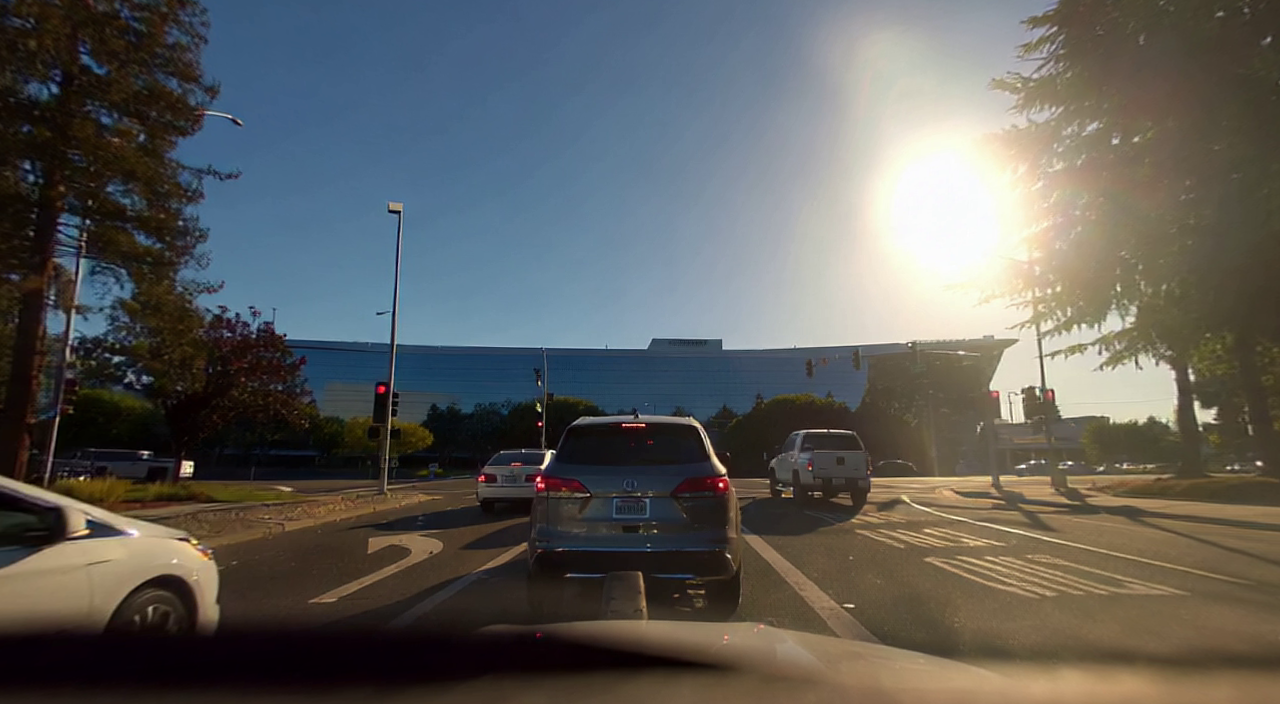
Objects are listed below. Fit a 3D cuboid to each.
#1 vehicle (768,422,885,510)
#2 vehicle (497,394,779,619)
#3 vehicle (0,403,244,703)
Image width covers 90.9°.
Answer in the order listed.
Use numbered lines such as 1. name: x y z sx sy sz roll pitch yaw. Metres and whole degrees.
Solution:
1. vehicle: 4.813 2.988 16.944 2.084 2.053 4.073 -1 -8 4
2. vehicle: -0.036 1.527 7.176 2.203 1.757 4.286 0 -8 -1
3. vehicle: -3.389 0.801 1.511 1.913 1.453 4.413 0 -8 1
